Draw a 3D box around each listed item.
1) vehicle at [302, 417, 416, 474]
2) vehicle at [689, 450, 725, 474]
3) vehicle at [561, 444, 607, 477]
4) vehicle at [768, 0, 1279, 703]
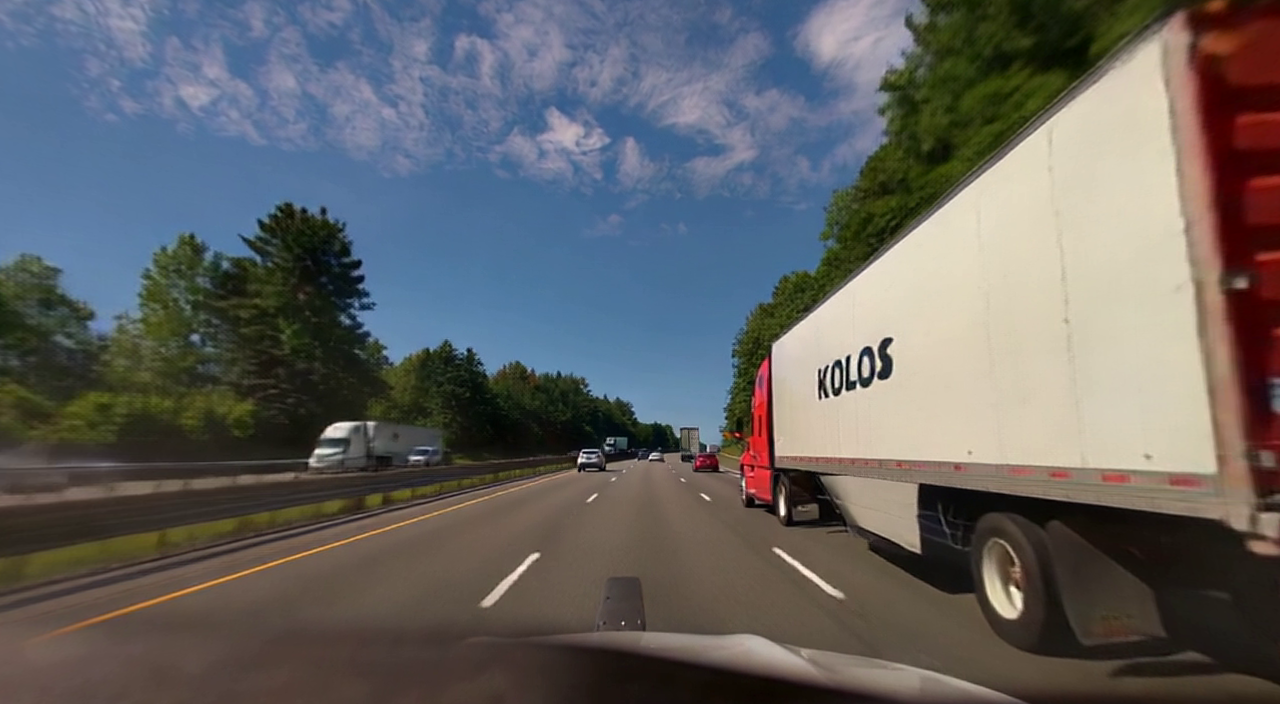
[{"bbox_3d":[-19.865,6.846,45.711,2.915,3.605,11.295,0,-9,1],"label":"vehicle"},{"bbox_3d":[4.796,7.904,45.349,2.176,1.598,3.878,0,-9,0],"label":"vehicle"},{"bbox_3d":[-2.981,5.900,34.390,2.017,1.683,4.309,0,-9,1],"label":"vehicle"},{"bbox_3d":[4.358,0.748,8.738,2.914,3.998,11.103,0,-9,1],"label":"vehicle"}]
